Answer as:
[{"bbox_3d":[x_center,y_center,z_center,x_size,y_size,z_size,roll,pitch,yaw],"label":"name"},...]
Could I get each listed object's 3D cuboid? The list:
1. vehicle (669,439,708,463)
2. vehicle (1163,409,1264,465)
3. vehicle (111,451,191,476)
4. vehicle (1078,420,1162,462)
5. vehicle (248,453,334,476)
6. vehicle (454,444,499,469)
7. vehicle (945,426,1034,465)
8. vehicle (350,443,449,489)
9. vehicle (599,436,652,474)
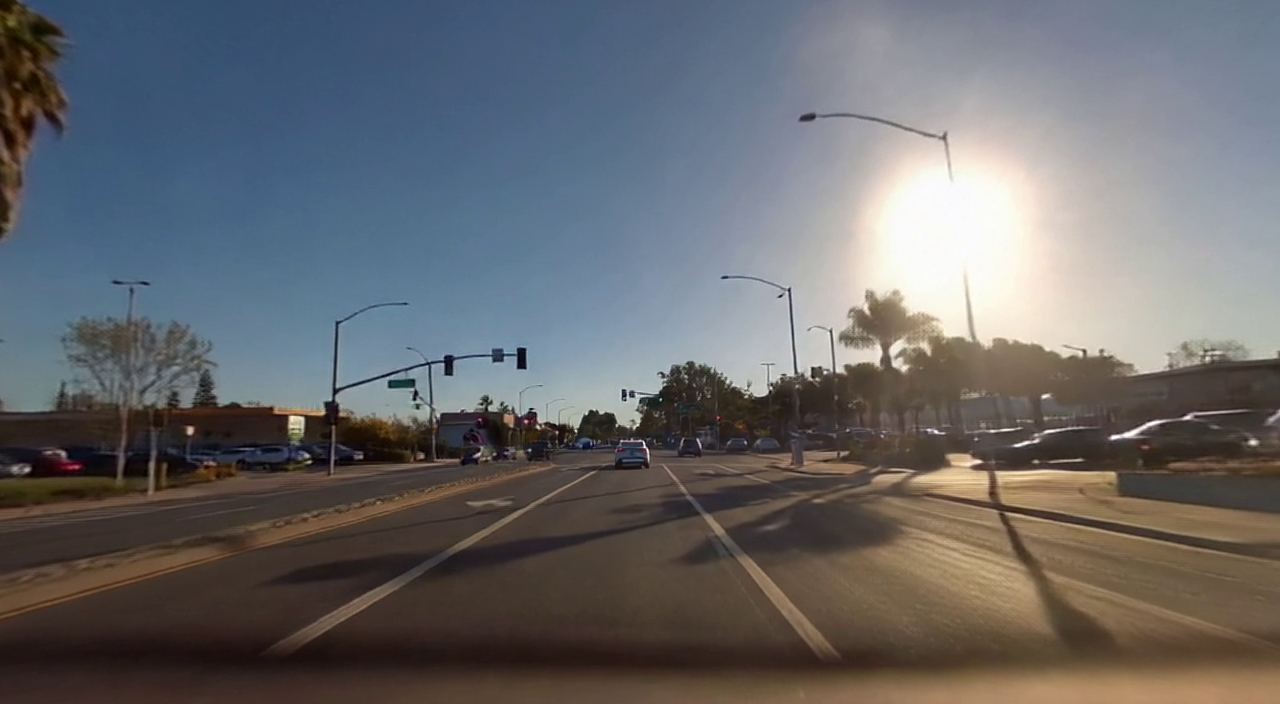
[{"bbox_3d":[3.088,6.383,40.980,2.060,1.471,4.168,0,-8,-2],"label":"vehicle"},{"bbox_3d":[20.285,3.012,22.309,4.775,1.752,1.971,7,-11,-41],"label":"vehicle"},{"bbox_3d":[-36.250,8.265,46.999,4.295,1.695,1.931,0,-8,0],"label":"vehicle"},{"bbox_3d":[20.294,3.732,26.671,4.432,1.556,2.012,5,-11,-44],"label":"vehicle"},{"bbox_3d":[-23.961,7.737,43.592,4.788,1.464,1.927,-1,-8,2],"label":"vehicle"},{"bbox_3d":[-11.866,7.571,46.173,2.039,1.630,4.878,1,-8,-1],"label":"vehicle"},{"bbox_3d":[14.780,3.935,26.672,1.985,1.479,4.580,-9,-12,44],"label":"vehicle"},{"bbox_3d":[-8.605,4.076,23.062,1.894,1.486,4.359,0,-8,0],"label":"vehicle"},{"bbox_3d":[-0.617,4.538,28.107,2.160,1.508,4.319,0,-8,-1],"label":"vehicle"}]
